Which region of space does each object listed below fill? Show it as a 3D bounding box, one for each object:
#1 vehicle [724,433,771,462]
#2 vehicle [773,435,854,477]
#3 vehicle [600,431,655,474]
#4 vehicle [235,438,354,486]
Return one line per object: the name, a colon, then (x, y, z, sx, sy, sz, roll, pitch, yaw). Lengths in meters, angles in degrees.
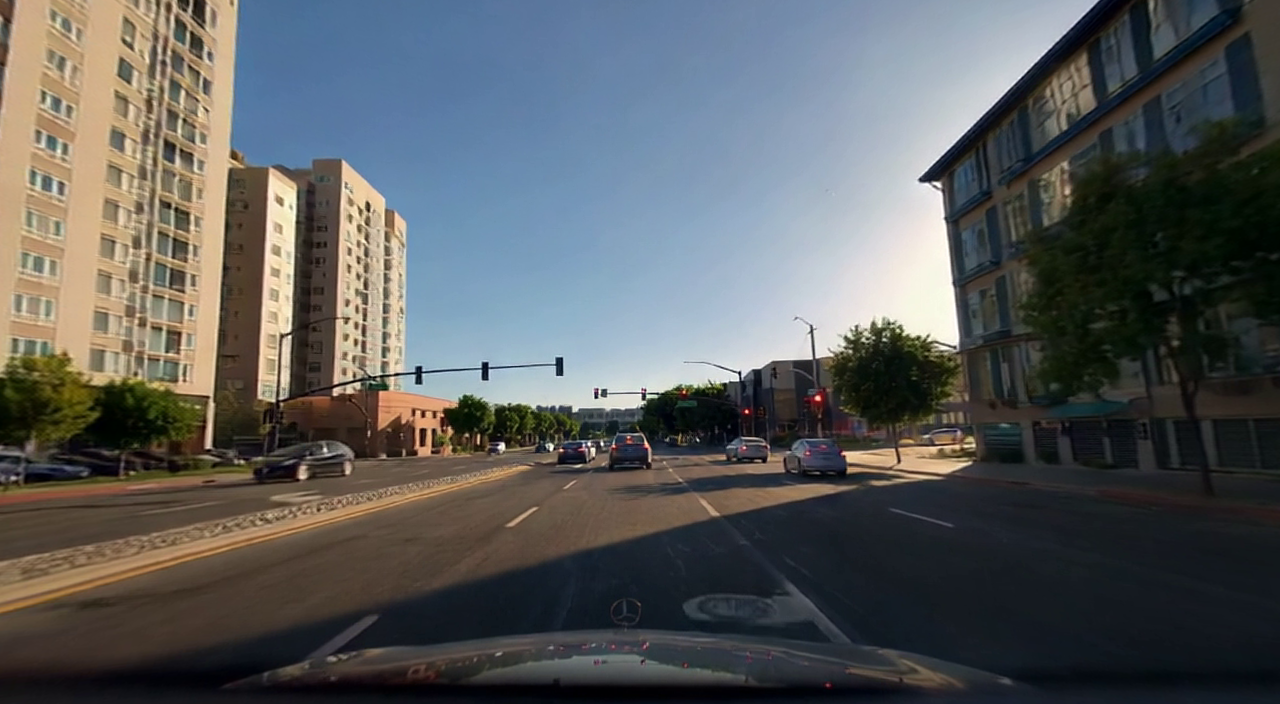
vehicle: (6.293, 5.676, 37.539, 1.963, 1.611, 4.359, 0, -9, -1)
vehicle: (6.312, 3.846, 23.499, 1.768, 1.417, 4.213, 0, -9, -1)
vehicle: (-0.461, 4.028, 25.467, 2.032, 1.593, 3.896, 0, -9, 0)
vehicle: (-13.508, 4.311, 25.049, 1.858, 1.686, 4.330, -1, -9, 7)
